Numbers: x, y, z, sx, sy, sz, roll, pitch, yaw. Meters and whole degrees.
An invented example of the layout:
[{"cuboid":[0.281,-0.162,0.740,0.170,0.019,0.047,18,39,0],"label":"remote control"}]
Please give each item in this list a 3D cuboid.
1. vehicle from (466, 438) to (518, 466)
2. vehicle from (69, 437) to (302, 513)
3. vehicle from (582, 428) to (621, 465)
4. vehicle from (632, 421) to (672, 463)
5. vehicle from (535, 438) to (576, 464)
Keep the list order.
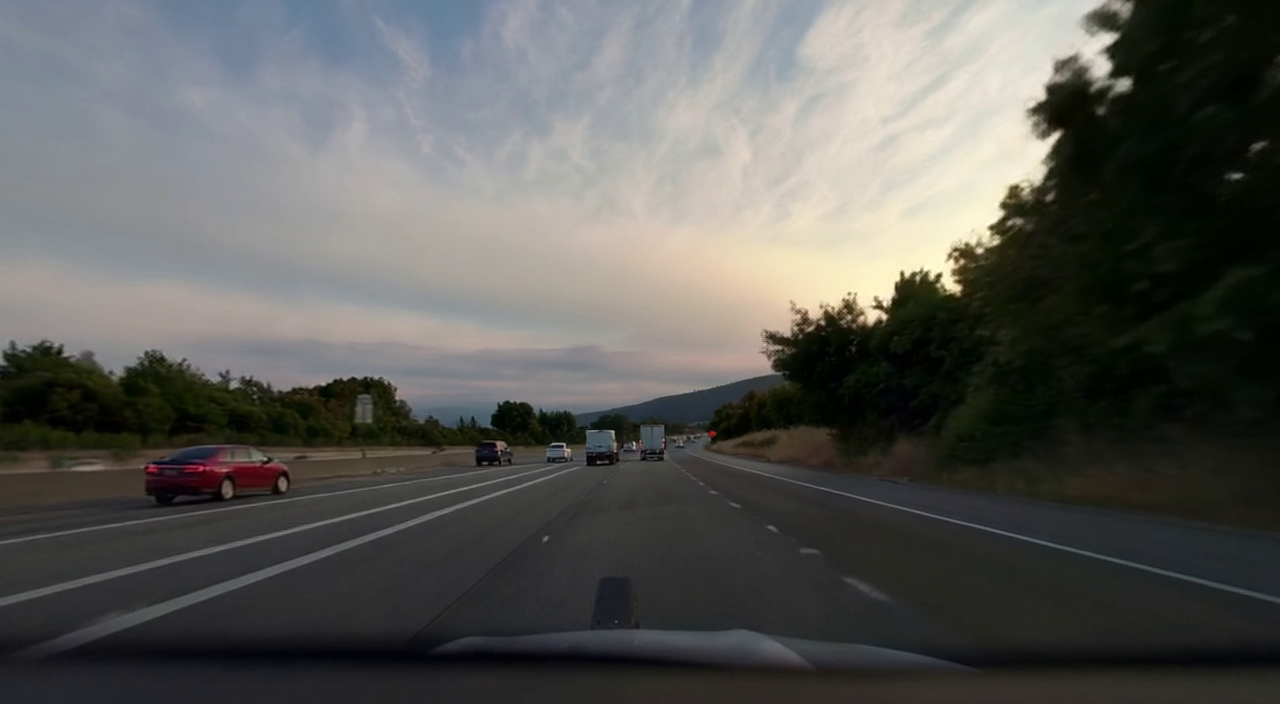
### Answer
[{"cuboid":[-10.082,6.852,43.447,2.080,1.777,5.450,0,-9,2],"label":"vehicle"},{"cuboid":[-10.156,2.762,14.742,1.952,1.457,4.689,0,-9,0],"label":"vehicle"},{"cuboid":[-2.780,6.964,46.570,2.328,2.519,5.238,0,-9,2],"label":"vehicle"},{"cuboid":[0.897,6.695,47.054,2.768,2.854,6.757,1,-8,1],"label":"vehicle"},{"cuboid":[-6.316,7.493,47.774,2.206,1.838,4.889,0,-9,3],"label":"vehicle"}]
